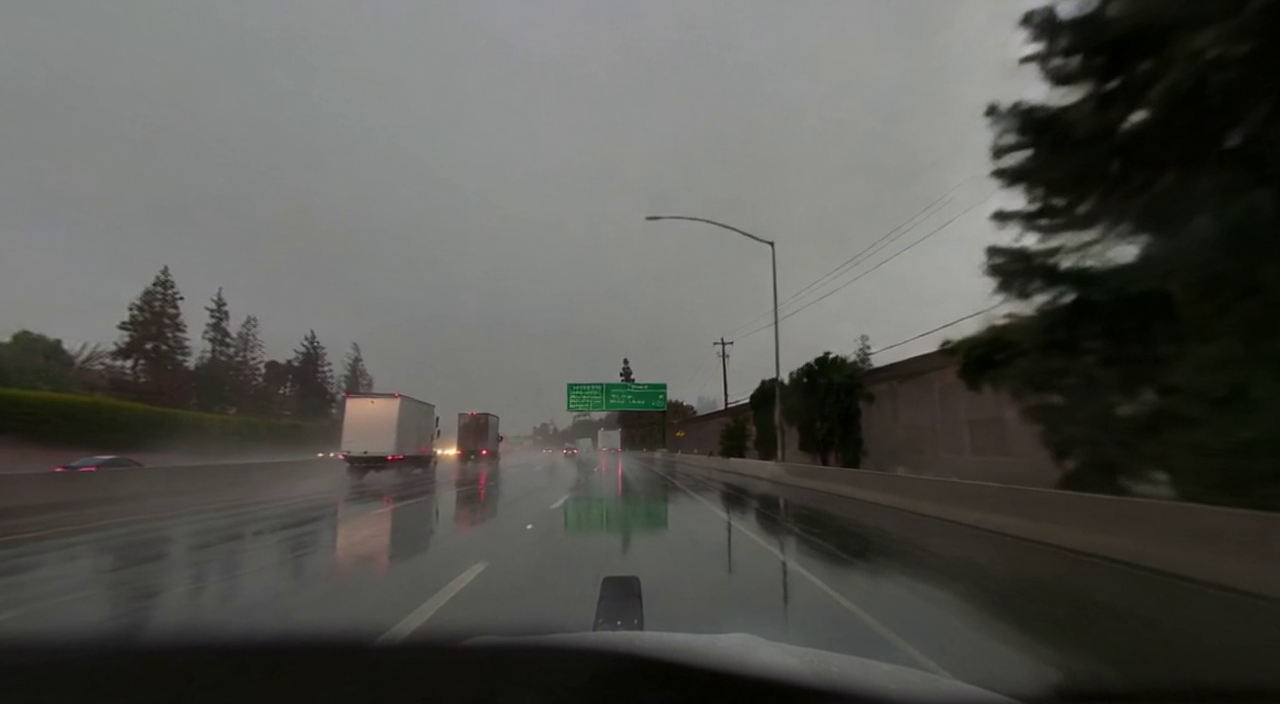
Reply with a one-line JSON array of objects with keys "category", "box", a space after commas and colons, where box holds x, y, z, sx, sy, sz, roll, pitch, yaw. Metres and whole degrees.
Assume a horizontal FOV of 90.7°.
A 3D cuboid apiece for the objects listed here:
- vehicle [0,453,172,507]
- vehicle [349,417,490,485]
[{"category": "vehicle", "box": [-17.536, 3.995, 20.221, 1.842, 1.452, 4.612, 0, -8, -3]}, {"category": "vehicle", "box": [-10.557, 5.042, 32.662, 3.270, 2.674, 14.547, 0, -9, -5]}]
